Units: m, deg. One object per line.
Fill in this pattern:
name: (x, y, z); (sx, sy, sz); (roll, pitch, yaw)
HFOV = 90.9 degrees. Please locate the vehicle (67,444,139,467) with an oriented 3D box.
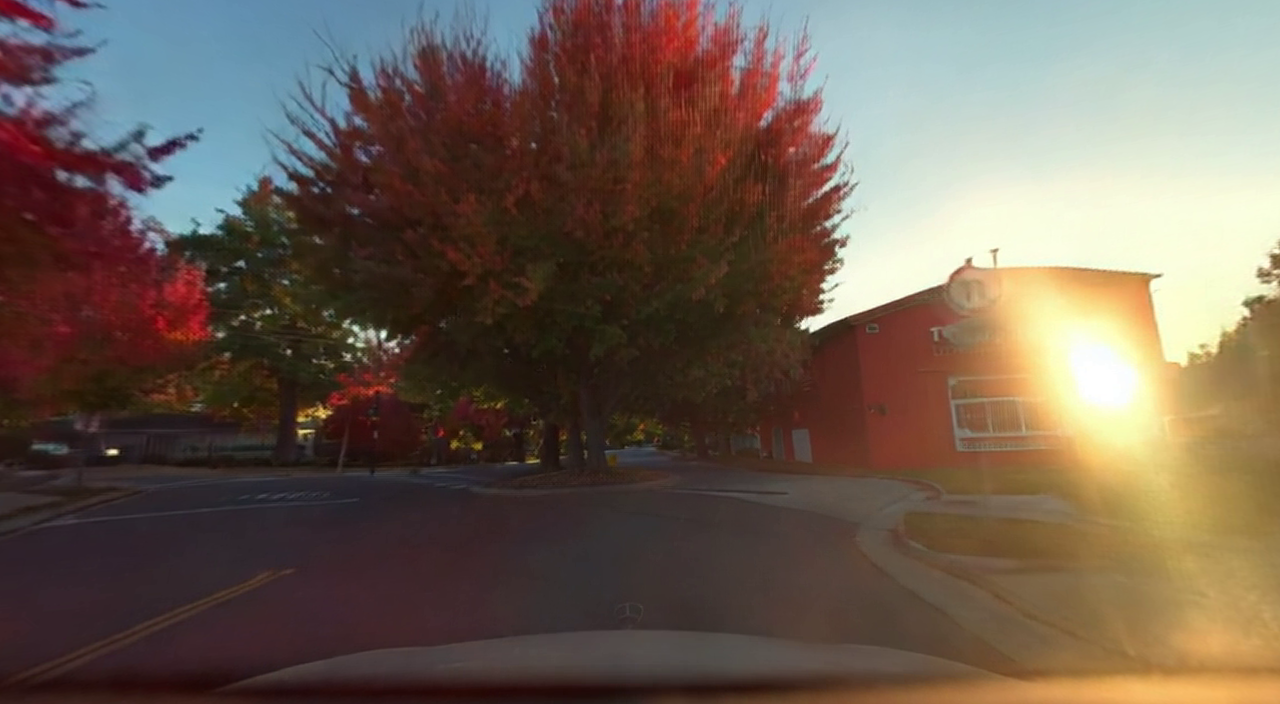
vehicle: (-36.093, 6.950, 42.461); (3.362, 1.404, 1.588); (-1, -8, -1)
